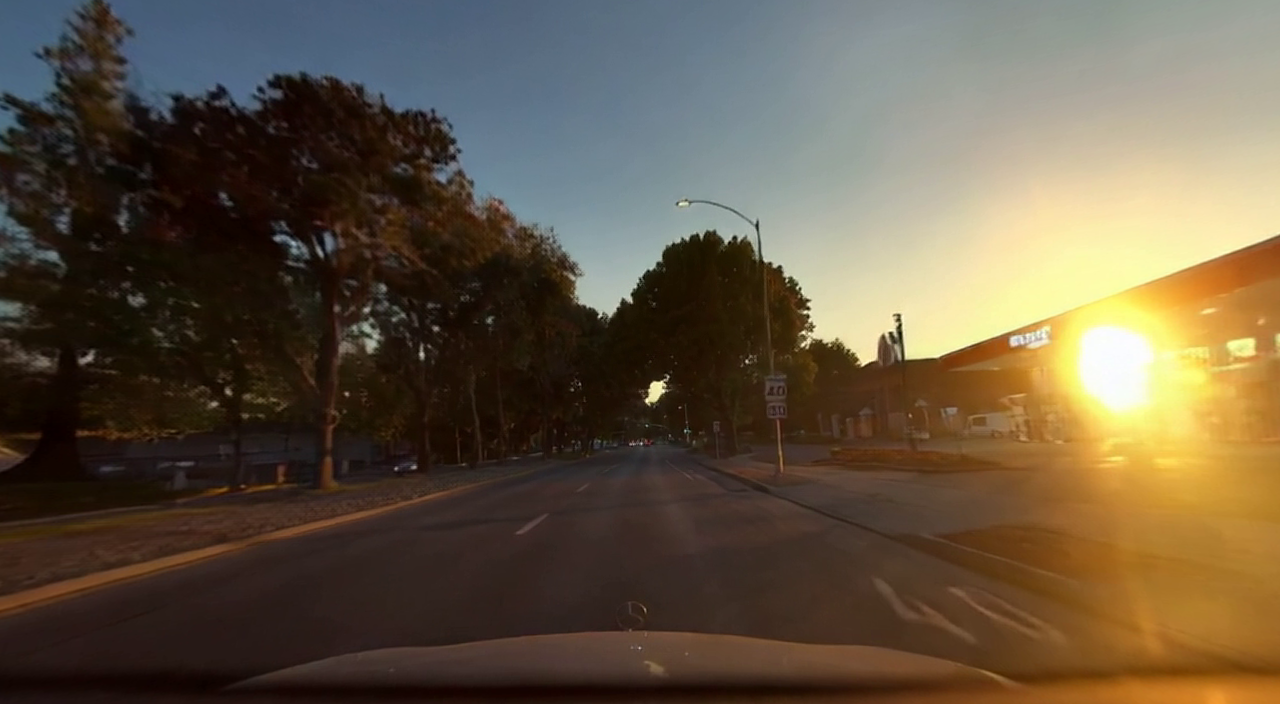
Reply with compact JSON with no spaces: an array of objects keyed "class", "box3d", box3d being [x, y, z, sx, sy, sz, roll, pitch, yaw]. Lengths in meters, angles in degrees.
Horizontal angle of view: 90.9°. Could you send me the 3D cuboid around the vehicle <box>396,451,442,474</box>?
[{"class":"vehicle","box3d":[-16.990,8.513,48.628,1.841,1.642,4.448,0,-8,1]}]
